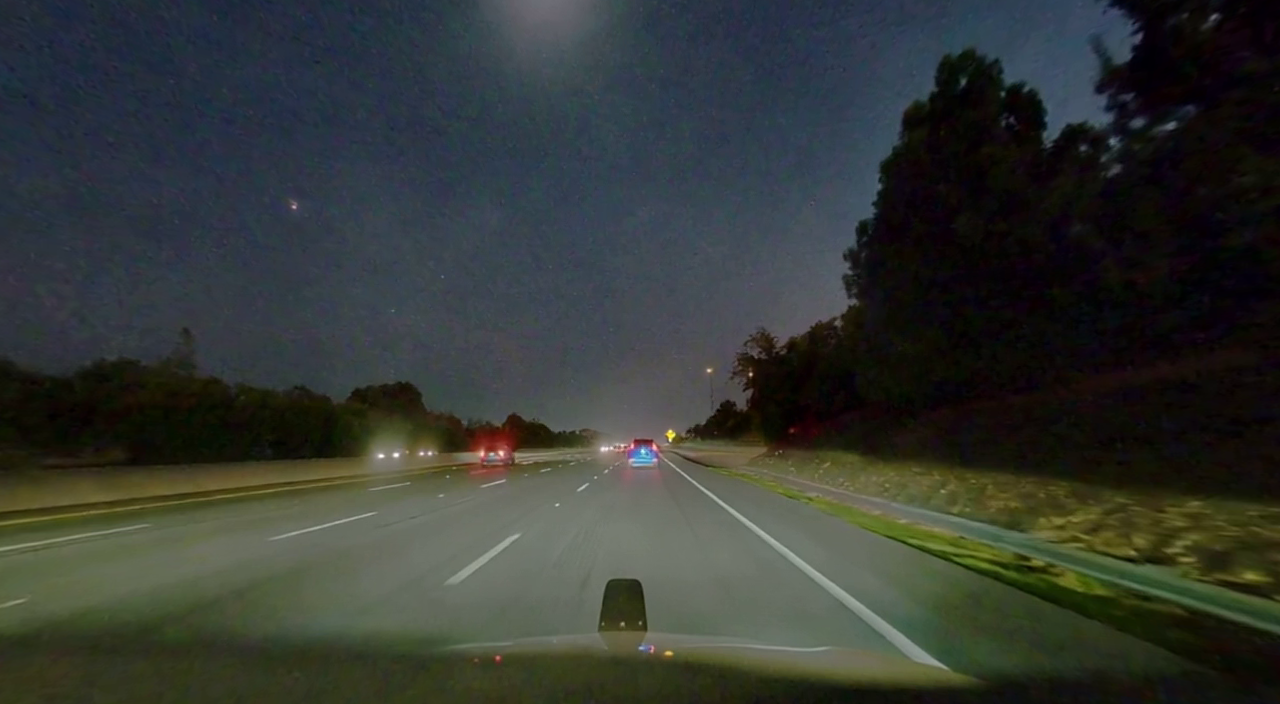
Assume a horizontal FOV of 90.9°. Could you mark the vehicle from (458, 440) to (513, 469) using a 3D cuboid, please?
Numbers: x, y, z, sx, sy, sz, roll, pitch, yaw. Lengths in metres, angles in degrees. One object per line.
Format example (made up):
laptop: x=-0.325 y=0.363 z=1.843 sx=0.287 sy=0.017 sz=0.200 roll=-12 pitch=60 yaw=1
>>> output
vehicle: x=-9.860 y=6.573 z=40.728 sx=2.204 sy=1.770 sz=5.016 roll=0 pitch=-8 yaw=1

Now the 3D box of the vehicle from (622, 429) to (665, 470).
vehicle: x=0.186 y=5.583 z=36.160 sx=2.318 sy=2.145 sz=4.561 roll=0 pitch=-8 yaw=0
